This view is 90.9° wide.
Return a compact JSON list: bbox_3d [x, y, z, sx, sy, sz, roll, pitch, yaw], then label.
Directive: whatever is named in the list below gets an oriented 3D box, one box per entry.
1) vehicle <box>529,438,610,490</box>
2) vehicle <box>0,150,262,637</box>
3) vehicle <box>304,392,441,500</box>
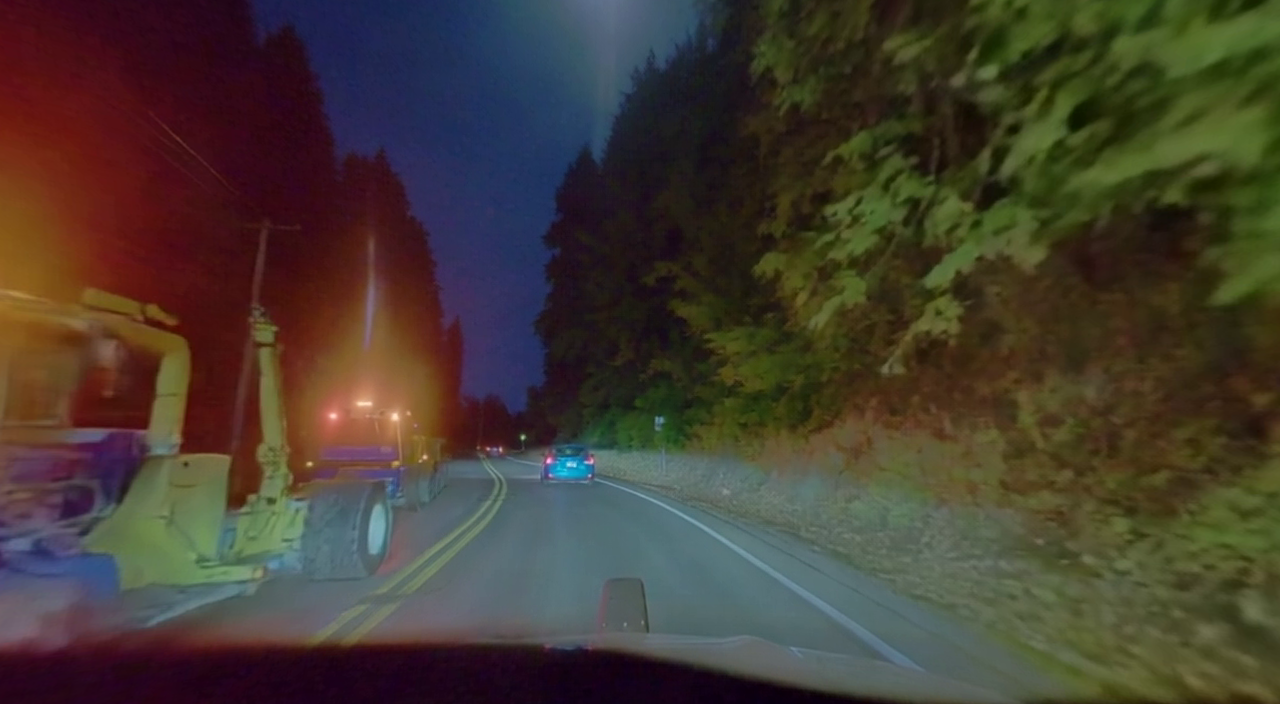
[{"bbox_3d":[-2.425,3.627,20.751,2.259,1.503,4.075,2,-9,-12],"label":"vehicle"},{"bbox_3d":[-5.417,0.283,4.252,2.364,3.191,4.942,0,-8,3],"label":"vehicle"},{"bbox_3d":[-7.188,2.600,17.525,2.257,2.597,4.069,1,-8,-6],"label":"vehicle"}]
